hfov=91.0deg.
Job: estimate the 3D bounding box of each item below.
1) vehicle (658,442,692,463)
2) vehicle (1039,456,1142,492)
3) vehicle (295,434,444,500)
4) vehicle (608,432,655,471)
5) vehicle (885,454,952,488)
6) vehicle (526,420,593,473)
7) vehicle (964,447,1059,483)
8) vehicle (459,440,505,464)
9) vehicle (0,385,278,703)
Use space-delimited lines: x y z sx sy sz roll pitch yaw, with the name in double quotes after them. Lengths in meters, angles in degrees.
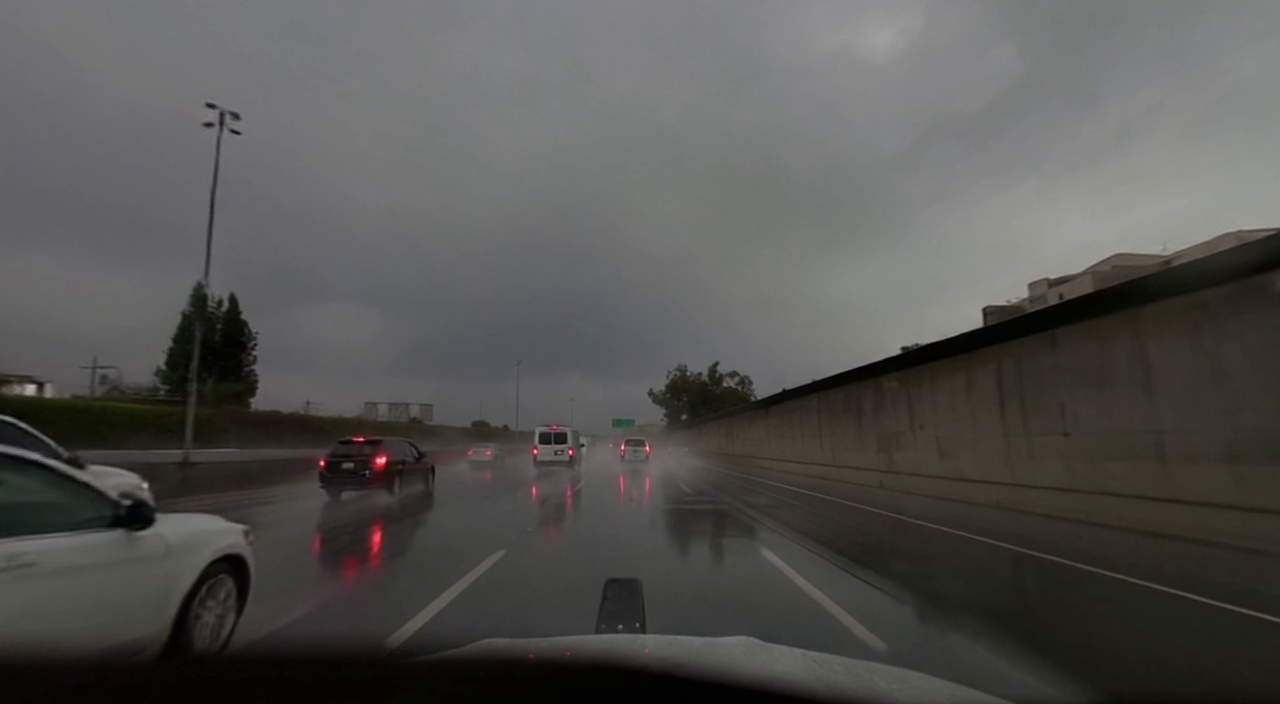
2.557 7.512 47.072 2.127 1.513 4.501 0 -9 -2 "vehicle"
21.061 5.686 29.629 1.789 1.531 3.983 0 -9 -2 "vehicle"
-6.933 2.988 16.794 1.959 1.493 4.575 0 -9 0 "vehicle"
-0.429 5.015 31.694 2.207 1.807 4.199 0 -9 0 "vehicle"
14.142 6.037 32.168 1.810 1.391 3.473 4 -8 0 "vehicle"
-3.749 4.592 30.620 2.504 2.276 5.933 0 -9 0 "vehicle"
20.985 6.378 35.909 2.083 1.873 5.209 0 -9 -1 "vehicle"
-10.912 6.957 43.835 2.014 1.549 4.957 0 -9 -1 "vehicle"
-3.287 0.808 1.797 1.963 1.507 4.172 0 -9 1 "vehicle"
